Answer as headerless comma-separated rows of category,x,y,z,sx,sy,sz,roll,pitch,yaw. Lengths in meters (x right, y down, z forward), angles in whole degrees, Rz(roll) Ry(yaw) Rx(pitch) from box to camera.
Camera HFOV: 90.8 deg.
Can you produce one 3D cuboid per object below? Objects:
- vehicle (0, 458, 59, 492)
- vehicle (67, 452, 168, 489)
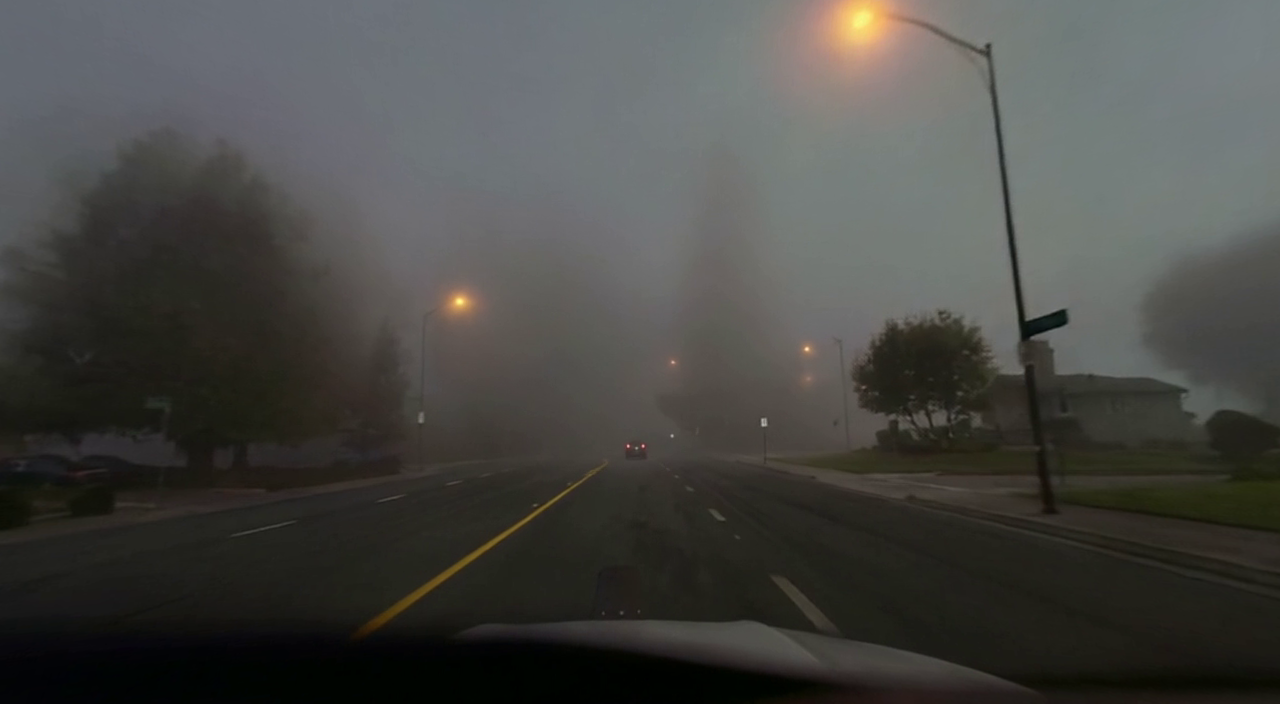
vehicle,-28.002,5.477,28.276,3.738,1.379,1.627,-5,-10,28
vehicle,-23.649,5.302,28.554,4.791,1.421,1.985,-4,-9,32
